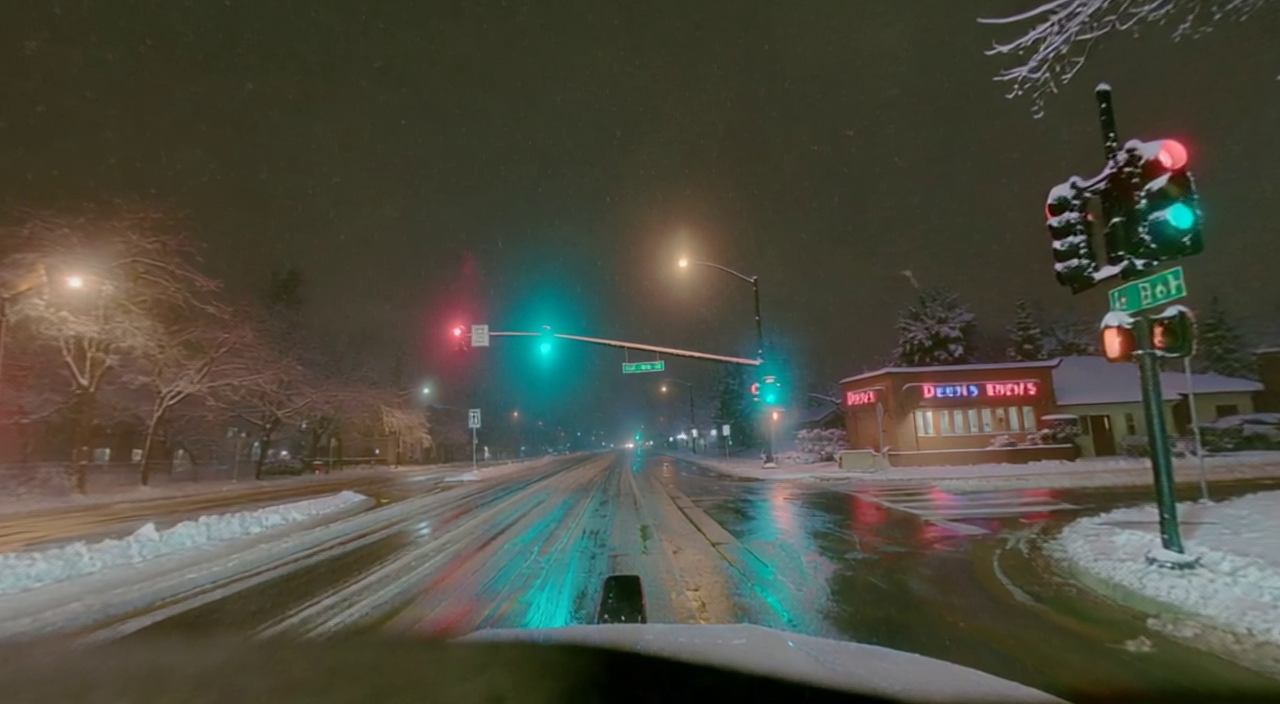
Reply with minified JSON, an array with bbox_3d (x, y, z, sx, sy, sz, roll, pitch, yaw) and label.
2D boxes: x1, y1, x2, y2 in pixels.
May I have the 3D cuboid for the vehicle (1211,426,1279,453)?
[{"bbox_3d":[35.303,4.892,35.271,4.493,1.453,1.849,-2,-9,2],"label":"vehicle"}]
